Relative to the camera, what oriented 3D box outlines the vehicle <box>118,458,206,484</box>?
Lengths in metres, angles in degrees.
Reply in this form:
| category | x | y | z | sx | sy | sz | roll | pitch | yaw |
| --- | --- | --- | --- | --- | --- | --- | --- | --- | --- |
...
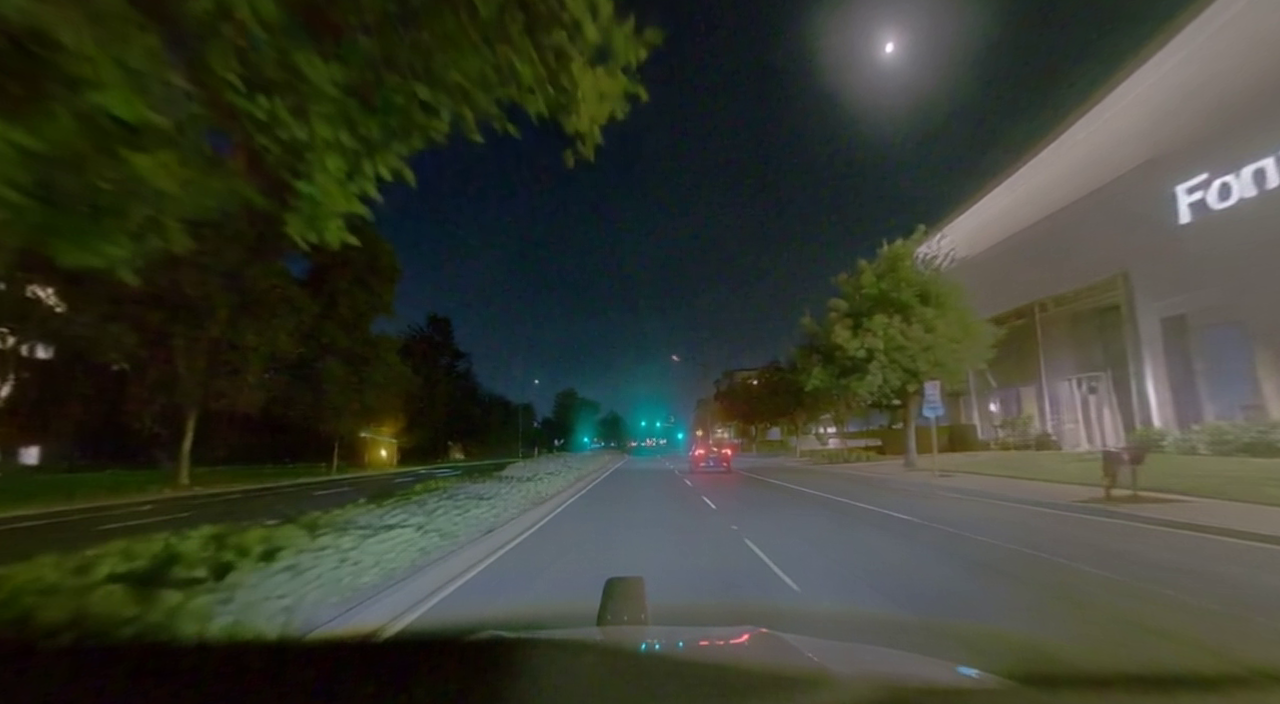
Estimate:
| category | x | y | z | sx | sy | sz | roll | pitch | yaw |
| --- | --- | --- | --- | --- | --- | --- | --- | --- | --- |
| vehicle | -30.806 | 7.653 | 40.821 | 1.875 | 1.477 | 4.858 | -1 | -8 | 1 |

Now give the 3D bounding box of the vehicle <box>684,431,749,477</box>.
| category | x | y | z | sx | sy | sz | roll | pitch | yaw |
| --- | --- | --- | --- | --- | --- | --- | --- | --- | --- |
| vehicle | 3.136 | 4.272 | 26.710 | 2.143 | 1.759 | 4.378 | 0 | -8 | -1 |
